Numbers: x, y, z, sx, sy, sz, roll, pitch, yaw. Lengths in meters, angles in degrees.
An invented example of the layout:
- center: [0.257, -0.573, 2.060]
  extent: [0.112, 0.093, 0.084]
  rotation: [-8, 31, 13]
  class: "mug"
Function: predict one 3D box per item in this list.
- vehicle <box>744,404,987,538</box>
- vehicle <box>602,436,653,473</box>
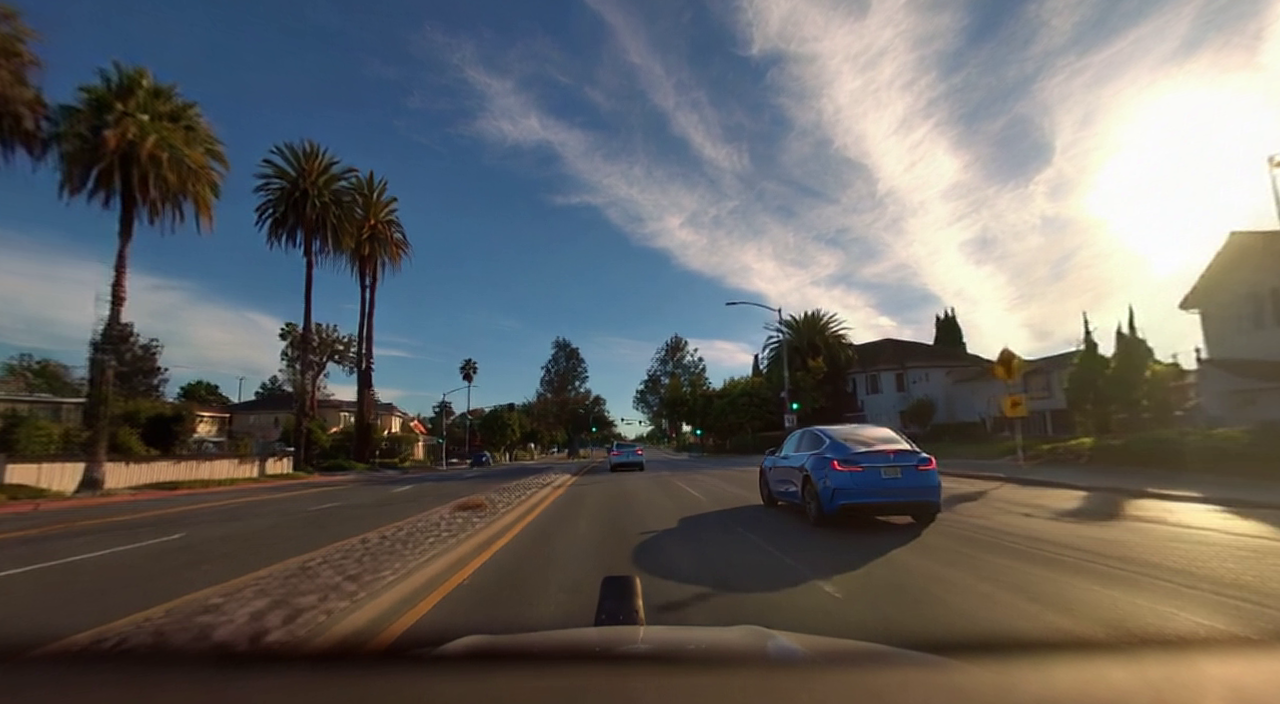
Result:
- center: [3.521, 2.007, 11.268]
  extent: [2.205, 1.803, 5.135]
  rotation: [0, -9, -3]
  class: "vehicle"
- center: [-0.660, 5.079, 31.460]
  extent: [2.341, 1.709, 4.466]
  rotation: [0, -8, -2]
  class: "vehicle"
